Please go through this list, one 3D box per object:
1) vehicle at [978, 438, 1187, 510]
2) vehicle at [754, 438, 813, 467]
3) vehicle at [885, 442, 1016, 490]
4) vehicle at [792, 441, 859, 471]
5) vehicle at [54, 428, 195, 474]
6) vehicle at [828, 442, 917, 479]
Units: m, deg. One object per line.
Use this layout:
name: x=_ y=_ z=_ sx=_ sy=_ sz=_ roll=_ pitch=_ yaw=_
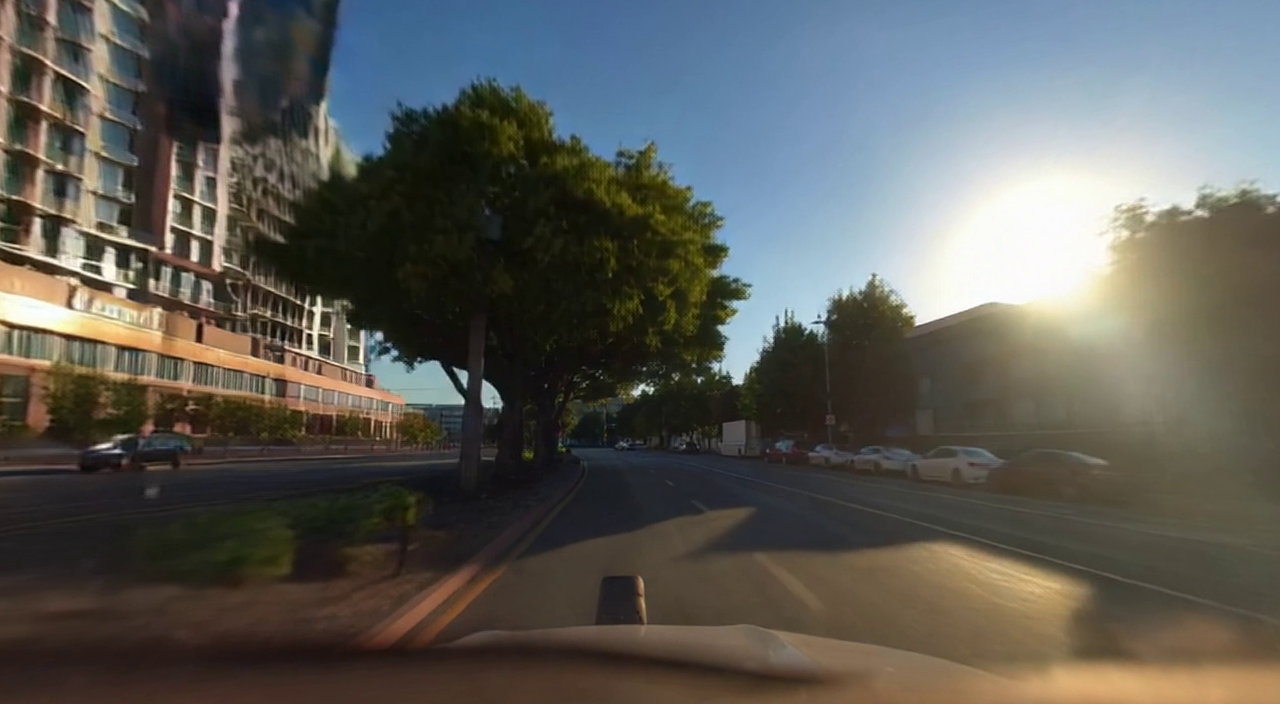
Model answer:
vehicle: x=10.728 y=2.964 z=15.838 sx=1.907 sy=1.524 sz=4.381 roll=0 pitch=-8 yaw=-3
vehicle: x=9.224 y=6.519 z=41.152 sx=2.050 sy=1.699 sz=5.584 roll=1 pitch=-8 yaw=-5
vehicle: x=10.581 y=3.900 z=22.000 sx=1.838 sy=1.466 sz=4.704 roll=1 pitch=-9 yaw=-5
vehicle: x=9.849 y=5.574 z=33.942 sx=1.801 sy=1.489 sz=4.339 roll=1 pitch=-9 yaw=-7
vehicle: x=-19.144 y=3.676 z=23.728 sx=1.938 sy=1.524 sz=4.107 roll=1 pitch=-8 yaw=-3
vehicle: x=10.149 y=4.770 z=28.025 sx=1.895 sy=1.467 sz=4.885 roll=0 pitch=-8 yaw=-3
